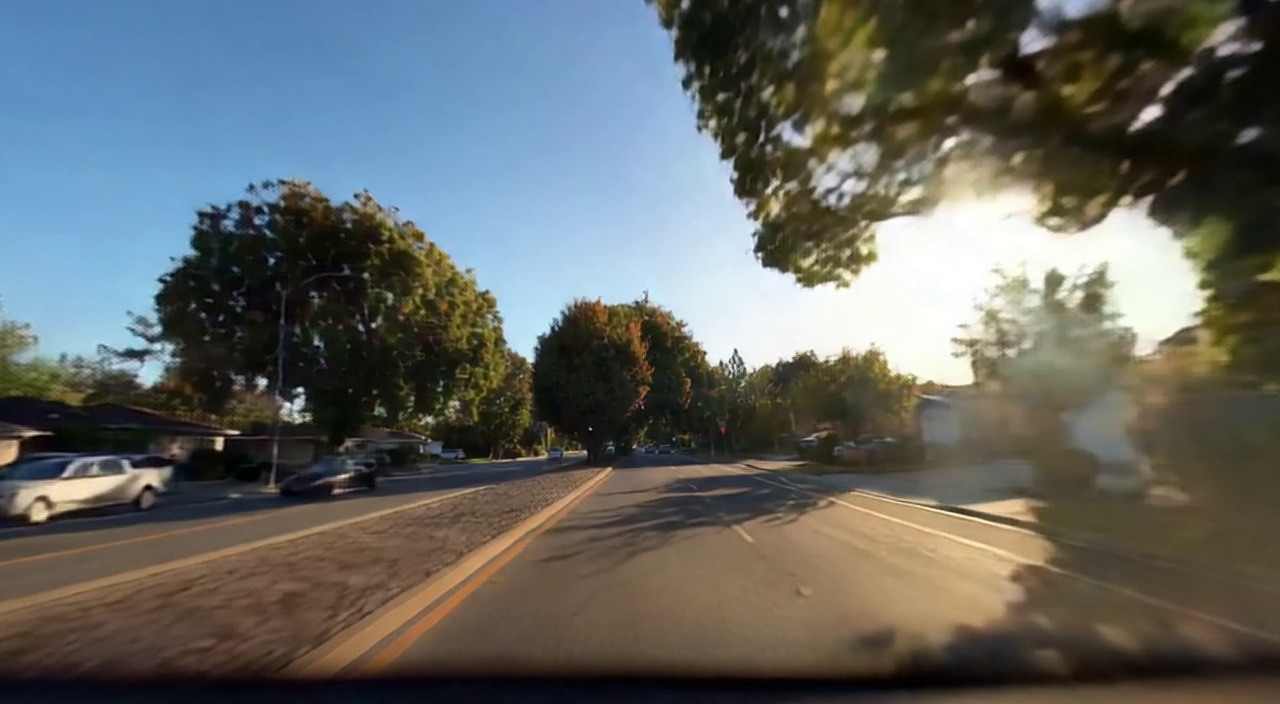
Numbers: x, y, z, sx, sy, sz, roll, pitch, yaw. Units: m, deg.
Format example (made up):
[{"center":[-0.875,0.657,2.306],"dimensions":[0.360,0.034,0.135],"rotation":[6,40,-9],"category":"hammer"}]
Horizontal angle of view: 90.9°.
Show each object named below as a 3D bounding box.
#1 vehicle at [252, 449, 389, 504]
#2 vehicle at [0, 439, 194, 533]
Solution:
[{"center":[-9.772,3.794,19.765],"dimensions":[1.937,1.481,4.467],"rotation":[0,-9,1],"category":"vehicle"},{"center":[-14.395,3.256,15.987],"dimensions":[2.071,1.899,5.640],"rotation":[-4,-8,0],"category":"vehicle"}]
